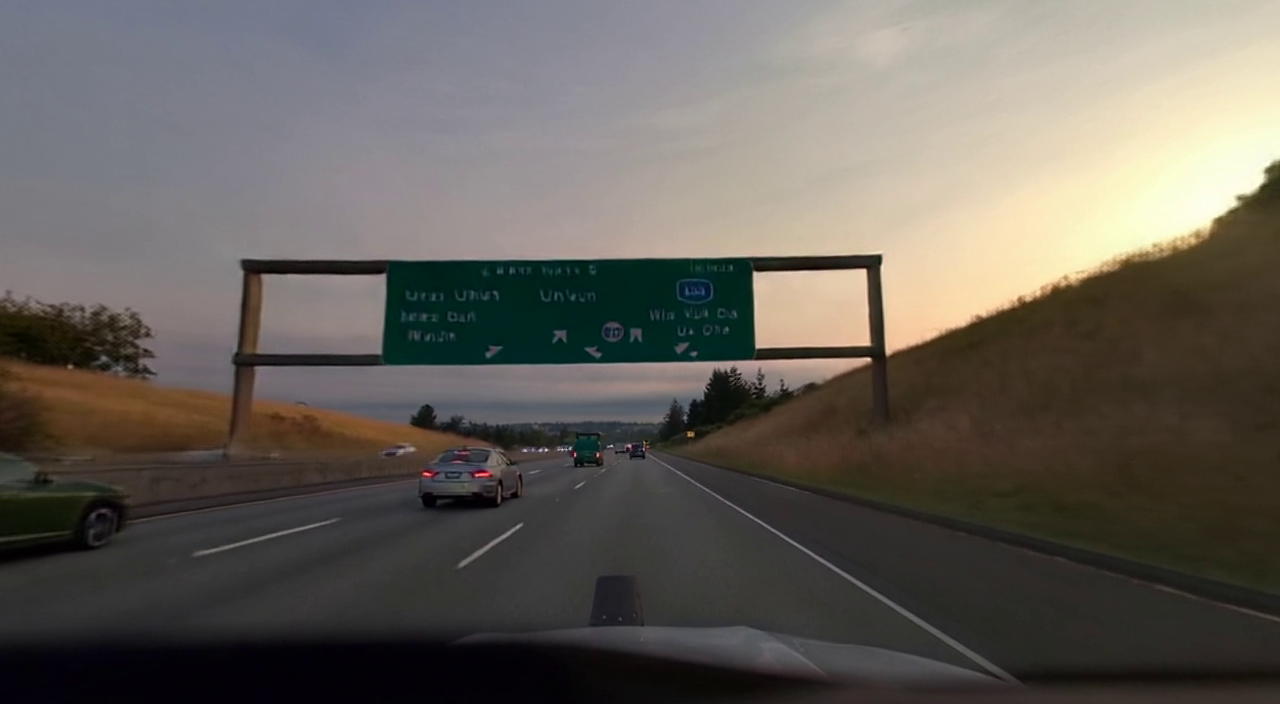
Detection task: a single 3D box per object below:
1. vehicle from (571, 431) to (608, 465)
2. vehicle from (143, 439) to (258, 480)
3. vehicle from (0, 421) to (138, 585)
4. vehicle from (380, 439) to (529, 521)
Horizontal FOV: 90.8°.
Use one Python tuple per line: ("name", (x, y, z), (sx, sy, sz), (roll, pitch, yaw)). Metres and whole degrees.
("vehicle", (-3.788, 7.357, 48.266), (2.290, 2.453, 5.561), (0, -9, 1))
("vehicle", (-19.457, 4.761, 28.232), (1.900, 1.660, 4.472), (0, -9, 0))
("vehicle", (-7.222, 1.378, 5.558), (2.091, 1.558, 4.220), (0, -9, 0))
("vehicle", (-3.670, 2.603, 13.306), (1.924, 1.436, 3.915), (0, -9, 1))
